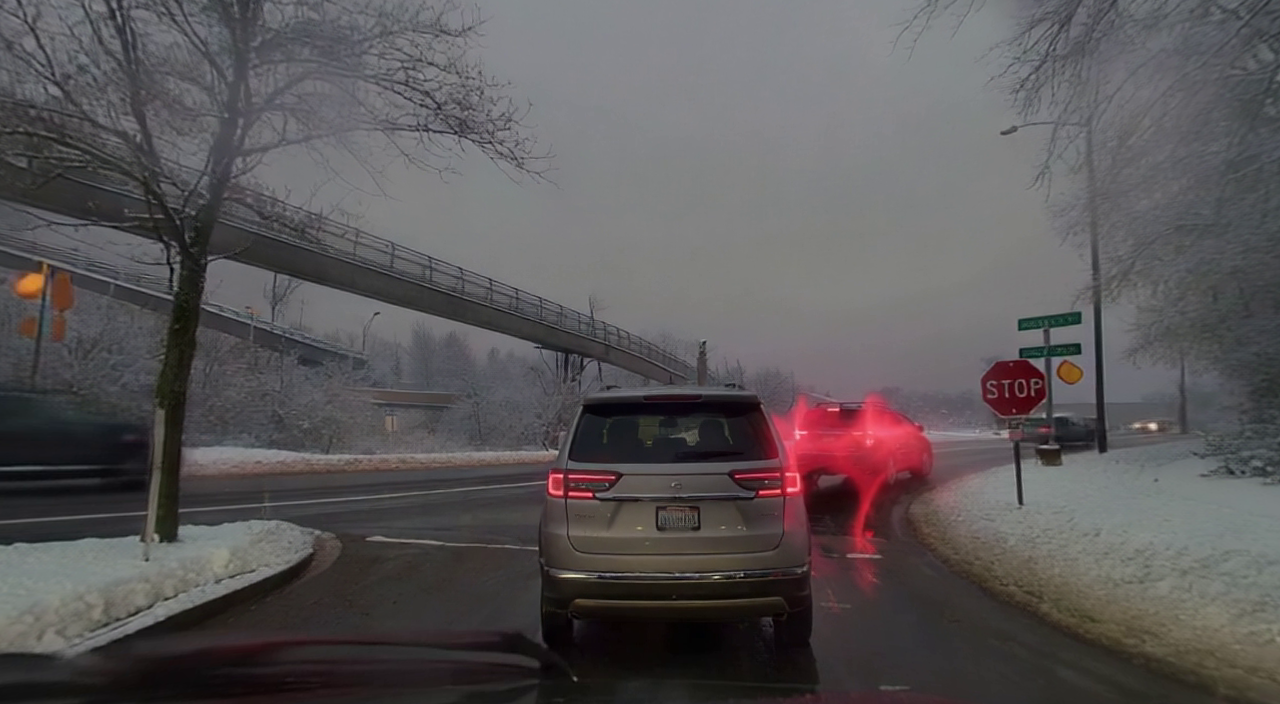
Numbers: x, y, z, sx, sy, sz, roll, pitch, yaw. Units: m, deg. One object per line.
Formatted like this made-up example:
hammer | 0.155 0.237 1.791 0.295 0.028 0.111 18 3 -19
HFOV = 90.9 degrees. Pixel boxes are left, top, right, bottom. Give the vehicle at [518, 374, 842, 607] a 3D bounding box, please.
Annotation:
vehicle | 0.307 1.398 7.133 2.494 1.804 4.336 0 -9 0

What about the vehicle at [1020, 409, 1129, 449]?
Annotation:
vehicle | 21.488 3.861 31.178 5.166 1.791 2.131 4 -10 -27
